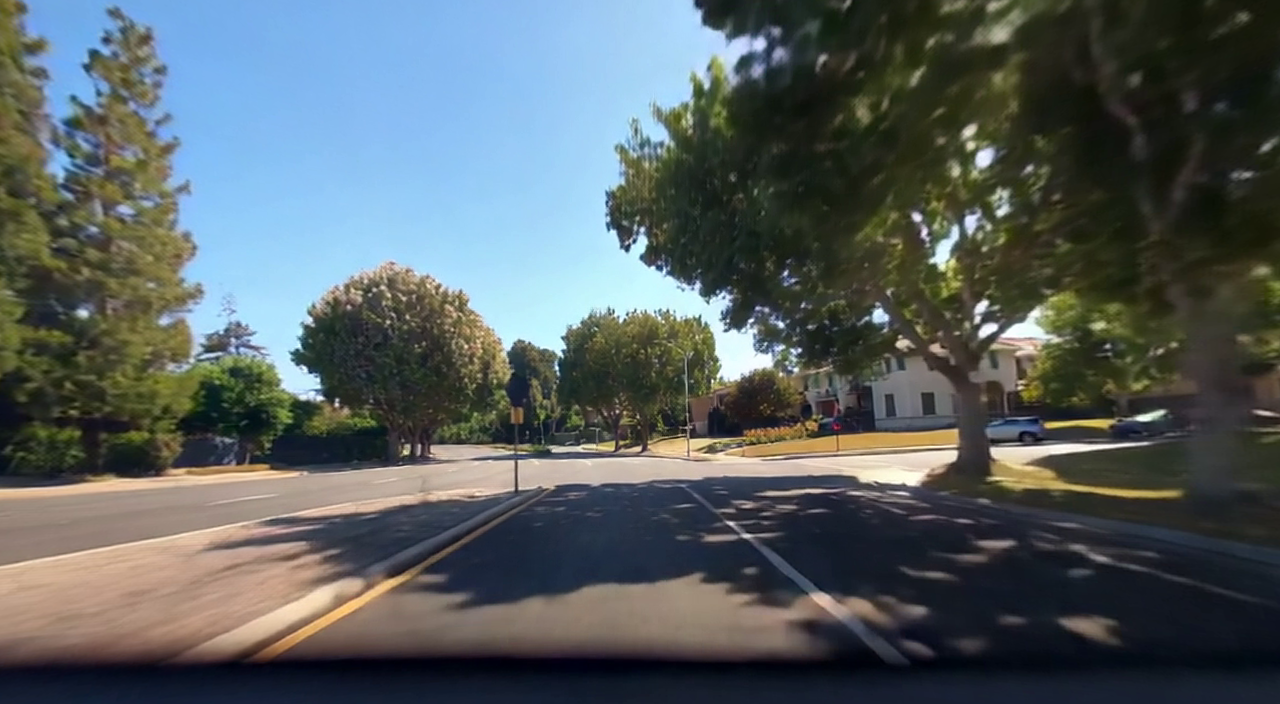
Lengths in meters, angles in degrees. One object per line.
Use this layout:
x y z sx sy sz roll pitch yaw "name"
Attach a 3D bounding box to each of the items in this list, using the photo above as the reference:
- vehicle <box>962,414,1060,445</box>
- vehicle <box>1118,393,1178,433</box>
20.644 4.375 35.132 4.499 1.627 2.003 -5 -10 33 "vehicle"
29.125 3.562 36.016 2.111 2.008 4.557 -8 -12 43 "vehicle"
